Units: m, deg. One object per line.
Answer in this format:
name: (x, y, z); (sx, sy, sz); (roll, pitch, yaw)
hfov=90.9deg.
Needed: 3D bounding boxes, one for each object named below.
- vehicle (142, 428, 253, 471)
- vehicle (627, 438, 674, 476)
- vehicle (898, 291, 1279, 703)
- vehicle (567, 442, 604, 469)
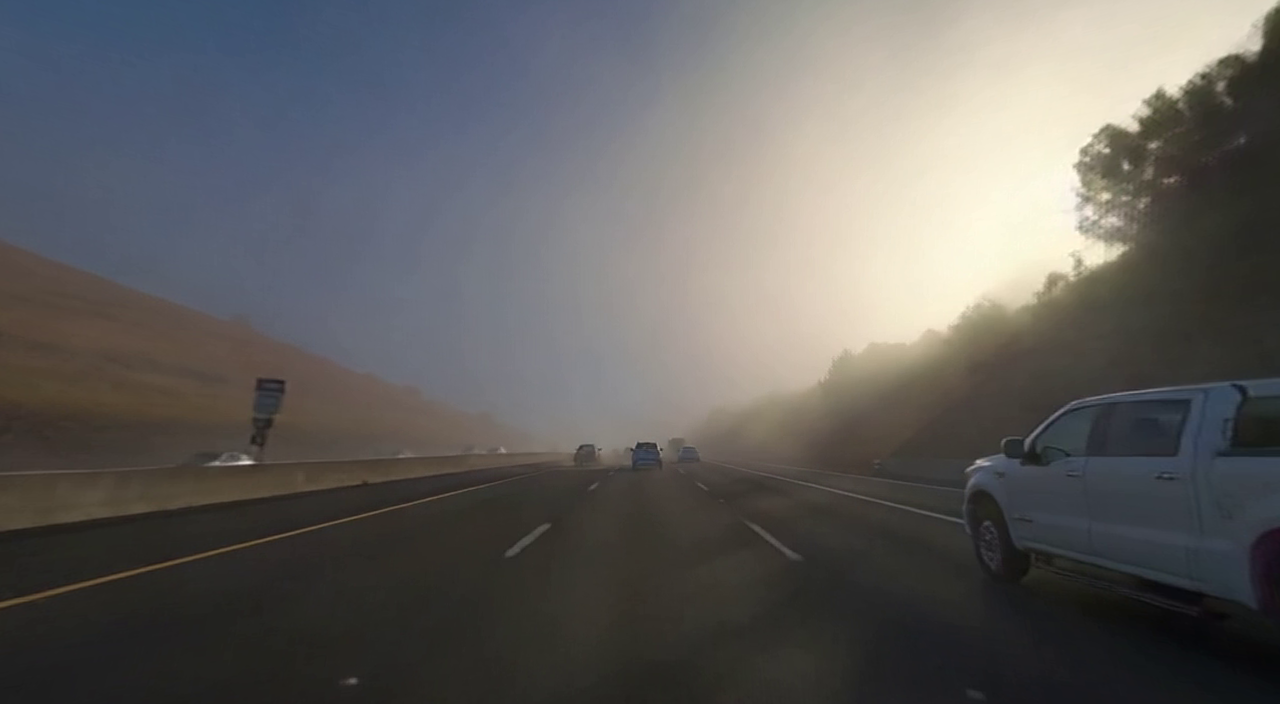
vehicle: (-16.171, 3.647, 23.238); (1.641, 1.382, 3.344); (-2, -11, 0)
vehicle: (0.471, 5.041, 30.494); (2.086, 1.685, 4.206); (0, -8, 0)
vehicle: (4.239, 0.896, 4.017); (2.700, 1.980, 5.866); (0, -8, 0)
vehicle: (-3.598, 6.952, 42.588); (2.076, 1.690, 4.113); (0, -8, 1)
